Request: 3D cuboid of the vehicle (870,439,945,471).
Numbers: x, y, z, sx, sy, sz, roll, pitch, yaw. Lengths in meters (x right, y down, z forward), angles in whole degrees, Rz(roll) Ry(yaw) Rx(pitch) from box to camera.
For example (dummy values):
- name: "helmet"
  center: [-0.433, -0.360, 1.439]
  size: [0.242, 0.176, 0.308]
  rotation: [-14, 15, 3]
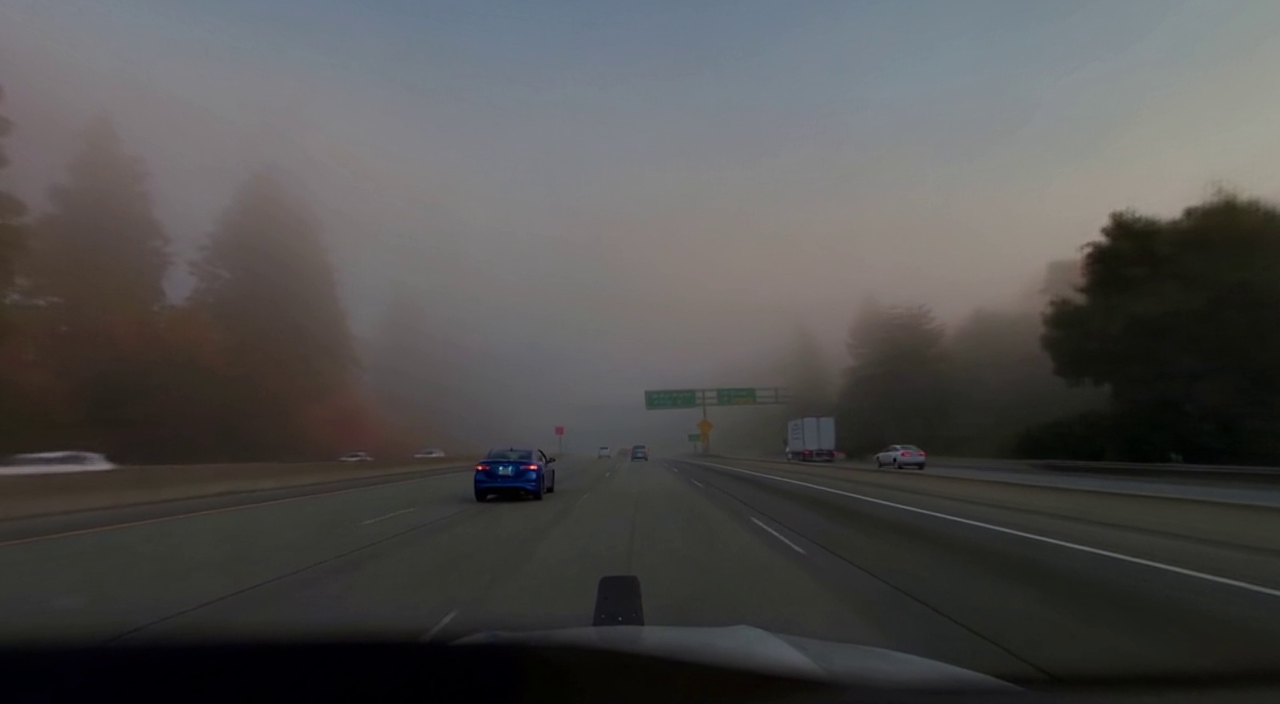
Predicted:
- name: "vehicle"
  center: [15.309, 5.915, 36.468]
  size: [2.081, 1.707, 4.756]
  rotation: [0, -9, -2]

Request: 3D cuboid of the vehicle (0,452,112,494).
- name: "vehicle"
  center: [-24.722, 4.924, 26.045]
  size: [1.895, 1.549, 4.569]
  rotation: [0, -9, 0]

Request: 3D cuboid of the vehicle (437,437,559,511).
- name: "vehicle"
  center: [-3.276, 2.916, 15.514]
  size: [2.020, 1.554, 4.137]
  rotation: [0, -9, 0]
